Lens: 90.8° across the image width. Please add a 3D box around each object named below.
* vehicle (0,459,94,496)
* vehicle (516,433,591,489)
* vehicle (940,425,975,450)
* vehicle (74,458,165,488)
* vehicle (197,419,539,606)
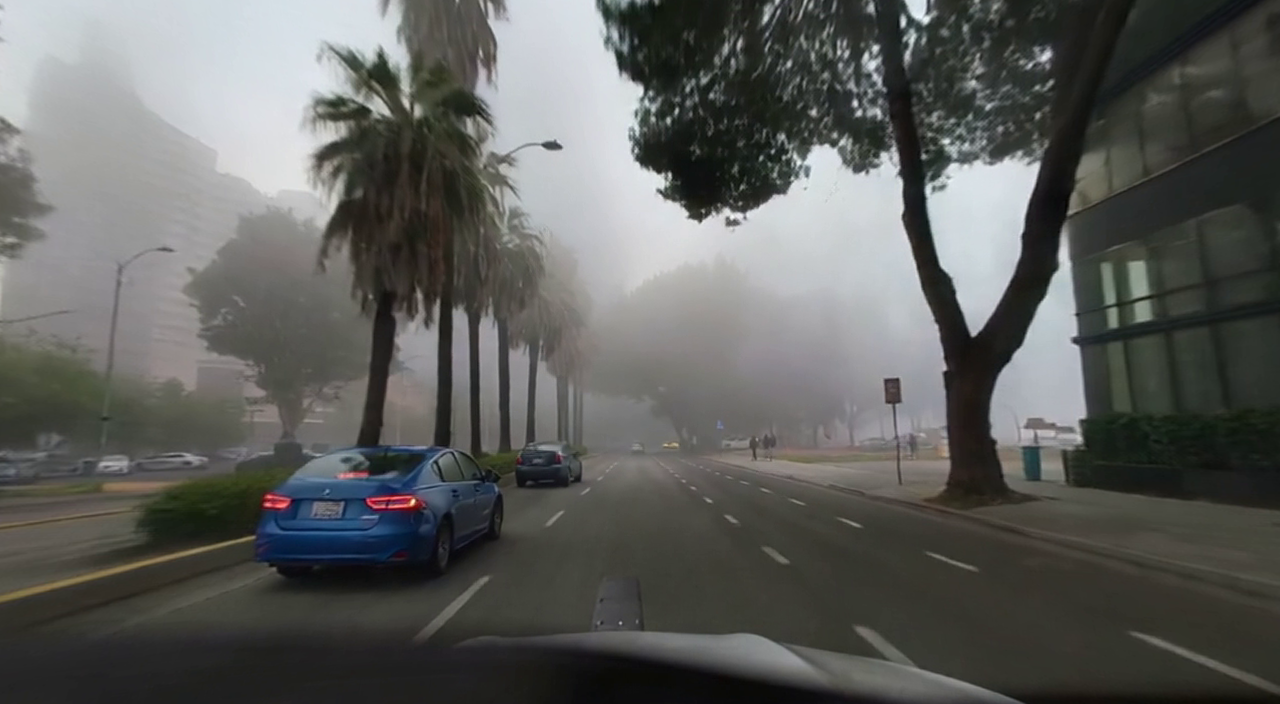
[{"bbox_3d":[-30.257,6.223,31.446,1.956,1.640,4.715,-2,-9,-1],"label":"vehicle"},{"bbox_3d":[-2.857,3.699,21.725,1.894,1.702,3.999,0,-8,2],"label":"vehicle"},{"bbox_3d":[24.996,6.771,49.715,1.679,1.923,3.703,-6,-11,37],"label":"vehicle"},{"bbox_3d":[-30.211,7.012,36.849,1.832,1.584,4.045,0,-8,1],"label":"vehicle"},{"bbox_3d":[-2.627,1.671,7.535,2.071,1.544,4.383,0,-8,1],"label":"vehicle"}]
